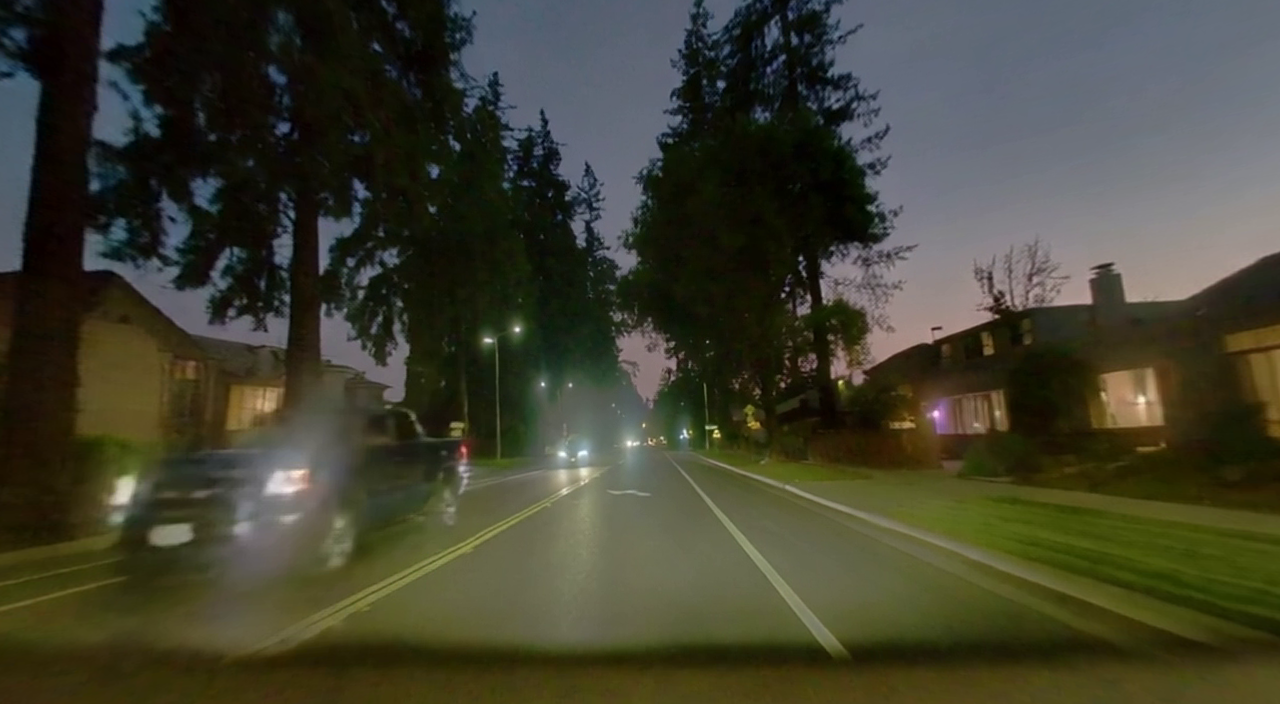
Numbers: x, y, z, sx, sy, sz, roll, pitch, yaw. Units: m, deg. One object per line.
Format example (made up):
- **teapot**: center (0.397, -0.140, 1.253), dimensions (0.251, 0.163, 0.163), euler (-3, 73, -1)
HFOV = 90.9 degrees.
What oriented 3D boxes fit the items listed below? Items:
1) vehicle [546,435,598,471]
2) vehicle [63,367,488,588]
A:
- **vehicle**: center (-3.597, 5.470, 34.263), dimensions (2.172, 1.793, 4.696), euler (0, -8, 2)
- **vehicle**: center (-4.184, 1.601, 8.961), dimensions (2.417, 2.088, 5.780), euler (0, -8, 2)
